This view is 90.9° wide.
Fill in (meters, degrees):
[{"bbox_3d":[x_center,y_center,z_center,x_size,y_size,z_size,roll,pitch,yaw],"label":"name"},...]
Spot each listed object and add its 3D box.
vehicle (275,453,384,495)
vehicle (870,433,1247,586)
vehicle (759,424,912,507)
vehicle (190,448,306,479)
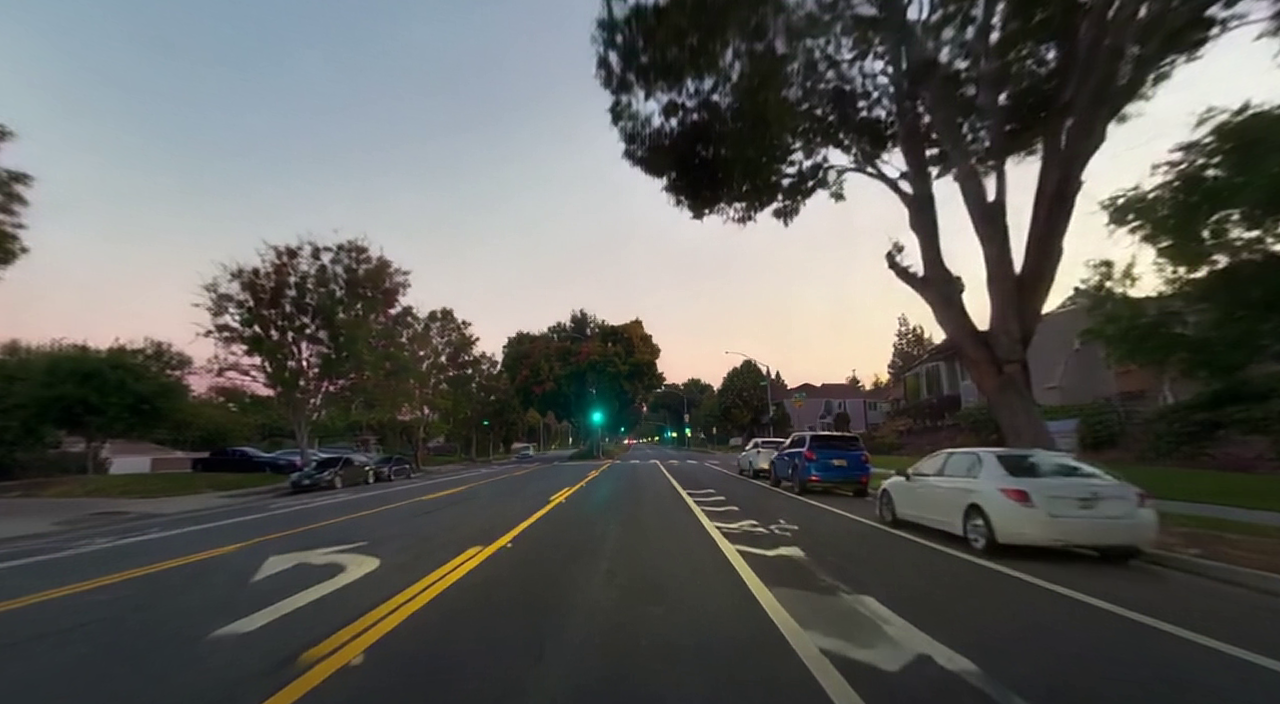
[{"bbox_3d":[-12.526,4.936,25.853,1.983,1.513,4.662,0,-9,2],"label":"vehicle"},{"bbox_3d":[4.837,1.823,8.356,1.928,1.431,4.570,0,-8,1],"label":"vehicle"},{"bbox_3d":[4.748,2.821,16.360,2.218,1.789,5.146,0,-8,-1],"label":"vehicle"},{"bbox_3d":[-20.848,5.944,33.691,4.715,1.560,2.131,0,-9,-1],"label":"vehicle"}]
